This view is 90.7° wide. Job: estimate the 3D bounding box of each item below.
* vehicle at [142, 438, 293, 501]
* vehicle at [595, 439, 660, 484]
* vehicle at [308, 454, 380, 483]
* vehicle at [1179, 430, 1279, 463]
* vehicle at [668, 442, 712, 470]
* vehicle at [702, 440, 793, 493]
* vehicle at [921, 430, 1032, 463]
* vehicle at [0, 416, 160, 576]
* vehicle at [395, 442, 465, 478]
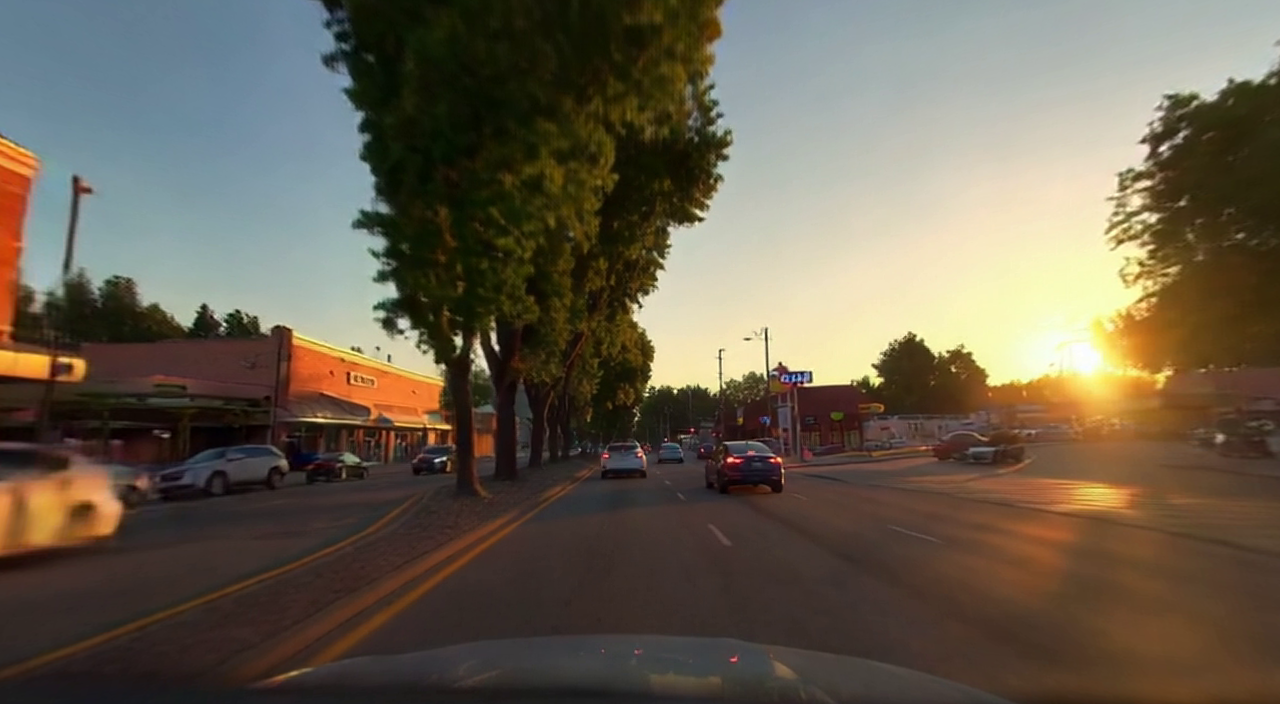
[{"bbox_3d":[-15.410,4.257,23.555,2.184,1.965,5.078,-2,-8,-1],"label":"vehicle"},{"bbox_3d":[-0.468,4.116,24.028,2.232,1.508,4.319,0,-9,-1],"label":"vehicle"},{"bbox_3d":[-15.728,6.183,33.857,1.826,1.396,4.274,0,-9,-1],"label":"vehicle"},{"bbox_3d":[27.864,4.329,29.023,4.478,1.450,1.968,0,-9,-3],"label":"vehicle"},{"bbox_3d":[2.833,6.018,36.814,2.098,1.527,3.966,0,-9,-2],"label":"vehicle"},{"bbox_3d":[3.278,3.589,20.199,2.060,1.471,4.168,0,-9,-2],"label":"vehicle"},{"bbox_3d":[19.006,5.375,35.887,4.948,1.733,2.296,0,-9,-2],"label":"vehicle"},{"bbox_3d":[-8.203,1.611,7.059,2.273,1.748,4.379,0,-9,-1],"label":"vehicle"},{"bbox_3d":[-11.278,5.816,34.416,2.233,1.799,4.700,0,-9,0],"label":"vehicle"}]
